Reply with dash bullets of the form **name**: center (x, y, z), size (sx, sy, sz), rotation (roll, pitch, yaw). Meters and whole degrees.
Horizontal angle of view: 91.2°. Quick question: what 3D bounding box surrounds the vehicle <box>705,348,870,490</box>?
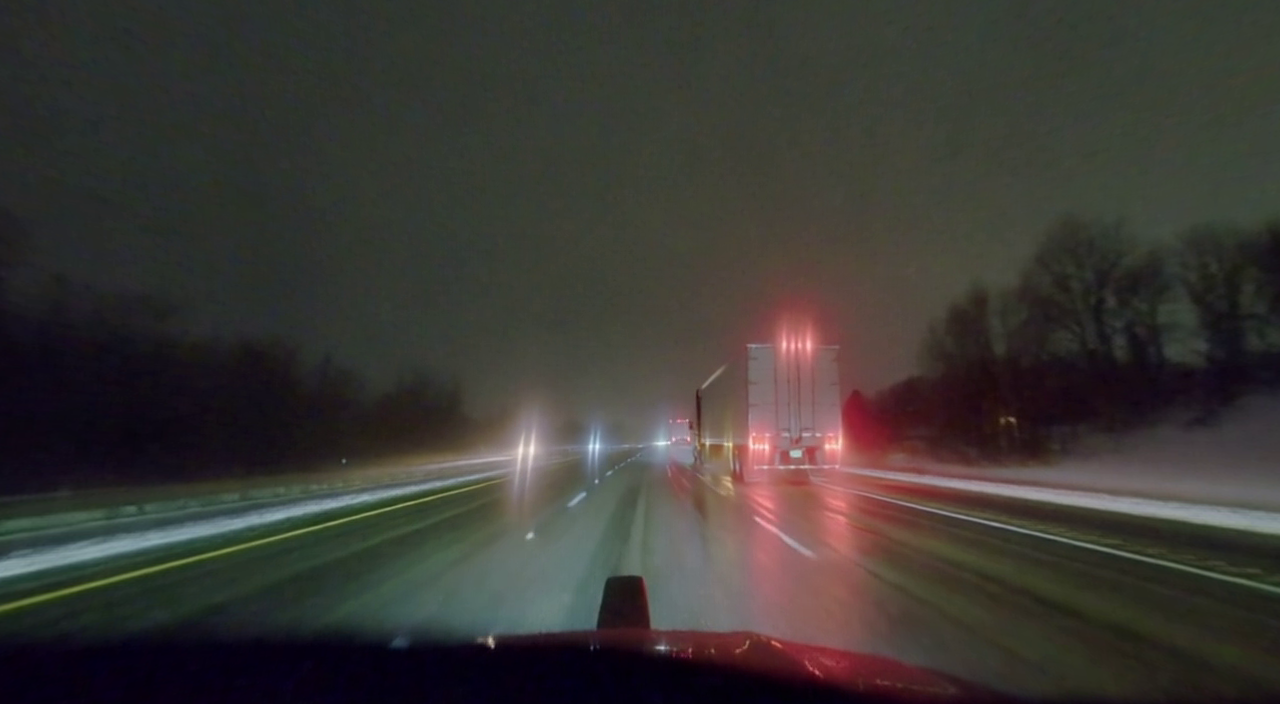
- **vehicle**: center (4.862, 2.920, 24.897), size (3.485, 3.975, 14.489), rotation (0, -8, 2)
